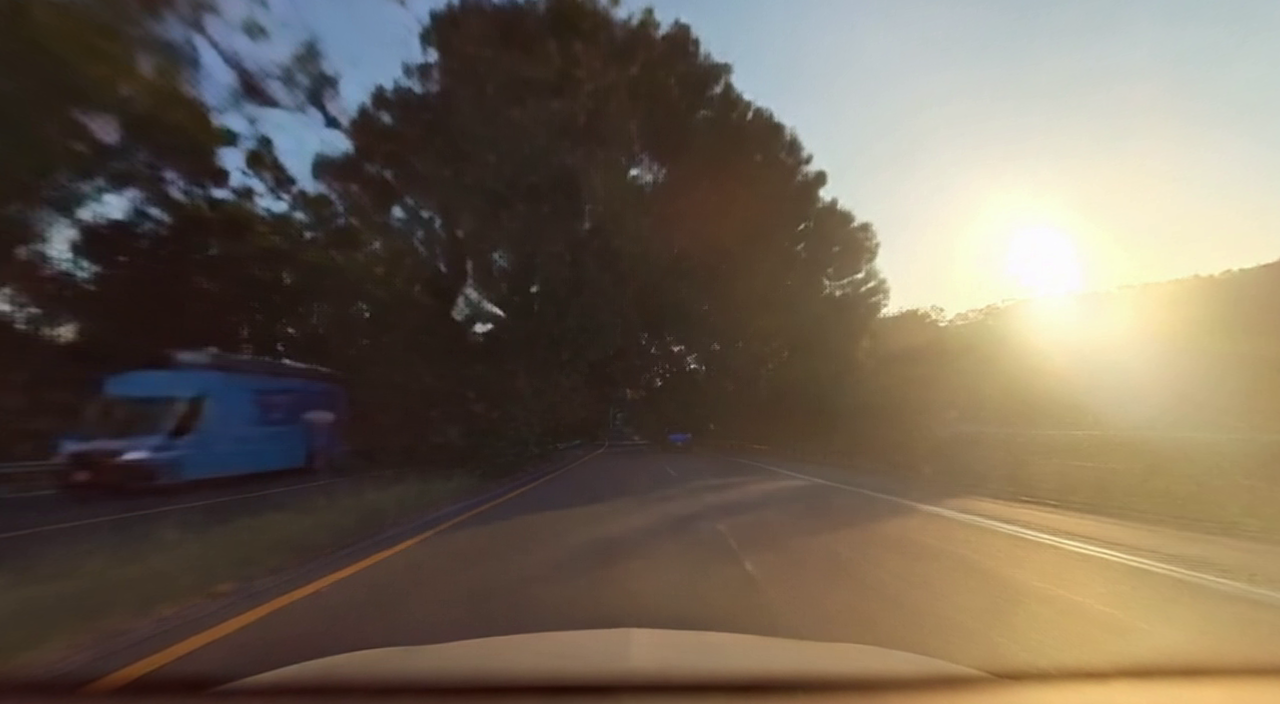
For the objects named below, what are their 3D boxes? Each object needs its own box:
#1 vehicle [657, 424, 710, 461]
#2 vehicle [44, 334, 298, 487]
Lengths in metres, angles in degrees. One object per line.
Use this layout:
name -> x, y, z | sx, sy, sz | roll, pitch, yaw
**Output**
vehicle -> 2.179, 4.683, 32.840 | 2.240, 1.801, 4.545 | 0, -8, -2
vehicle -> -13.603, 1.855, 19.162 | 3.077, 3.908, 5.911 | 0, -8, -1
